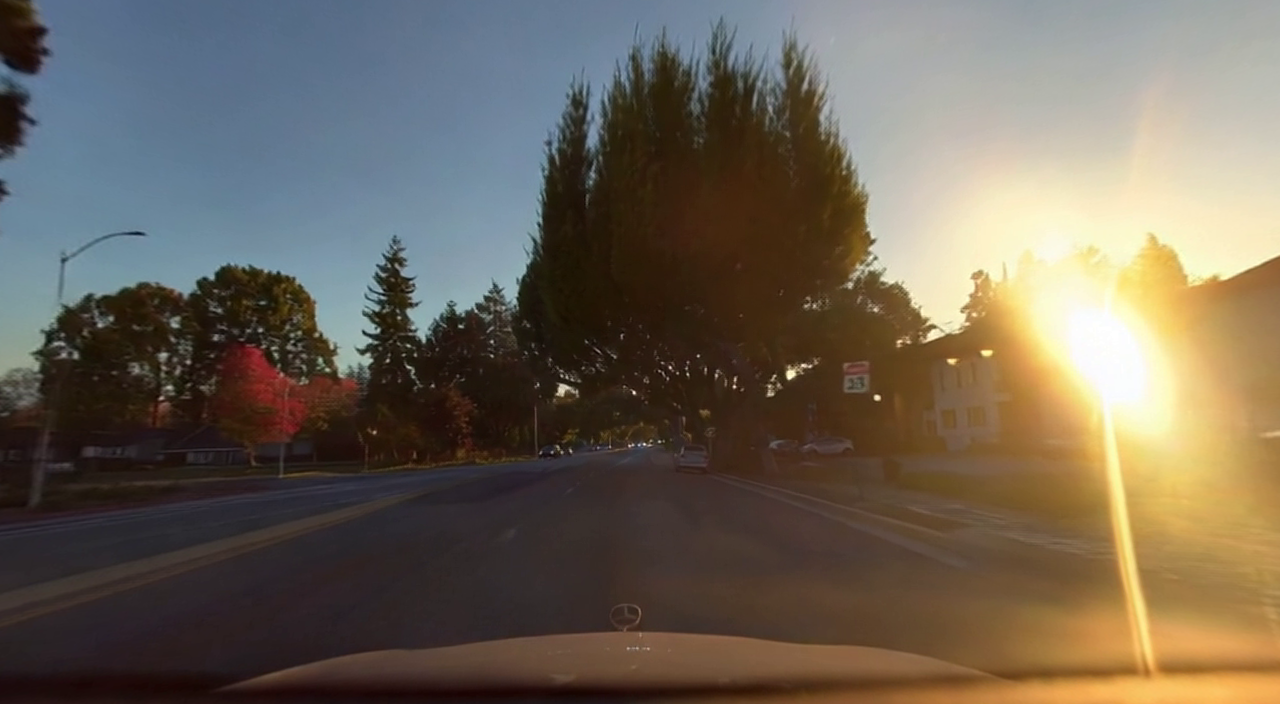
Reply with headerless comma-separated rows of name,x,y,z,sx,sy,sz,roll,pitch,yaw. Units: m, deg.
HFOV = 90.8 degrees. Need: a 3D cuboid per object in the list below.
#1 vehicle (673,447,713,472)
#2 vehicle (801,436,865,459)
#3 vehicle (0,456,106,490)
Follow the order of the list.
vehicle,3.317,6.804,40.255,2.080,1.503,4.821,0,-9,0
vehicle,14.701,7.311,48.305,4.290,1.717,2.013,-1,-9,5
vehicle,-35.836,7.305,38.537,2.007,1.822,4.919,0,-9,2
